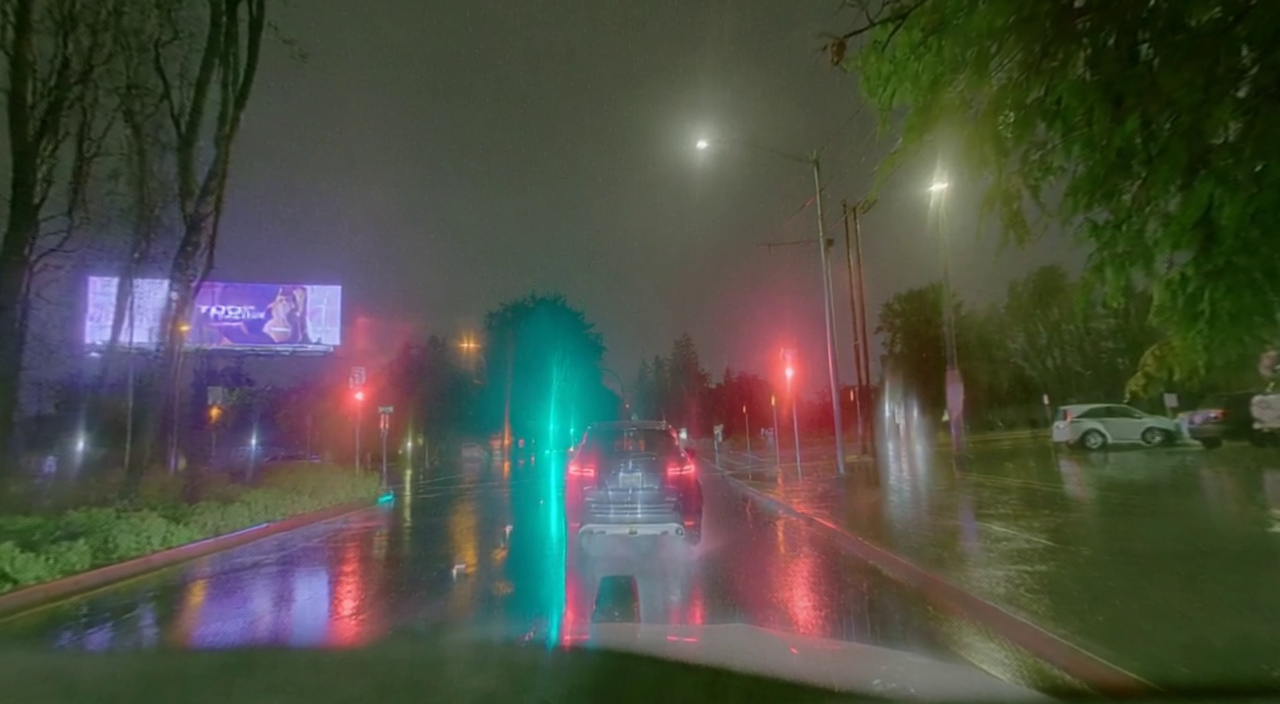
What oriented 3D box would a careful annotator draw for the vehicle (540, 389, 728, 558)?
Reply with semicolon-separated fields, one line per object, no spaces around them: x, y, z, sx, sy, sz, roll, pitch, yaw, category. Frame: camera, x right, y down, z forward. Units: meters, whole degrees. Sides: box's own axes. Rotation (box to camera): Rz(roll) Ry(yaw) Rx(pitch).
-0.082;1.656;9.181;2.142;1.904;3.816;0;-8;0;vehicle
